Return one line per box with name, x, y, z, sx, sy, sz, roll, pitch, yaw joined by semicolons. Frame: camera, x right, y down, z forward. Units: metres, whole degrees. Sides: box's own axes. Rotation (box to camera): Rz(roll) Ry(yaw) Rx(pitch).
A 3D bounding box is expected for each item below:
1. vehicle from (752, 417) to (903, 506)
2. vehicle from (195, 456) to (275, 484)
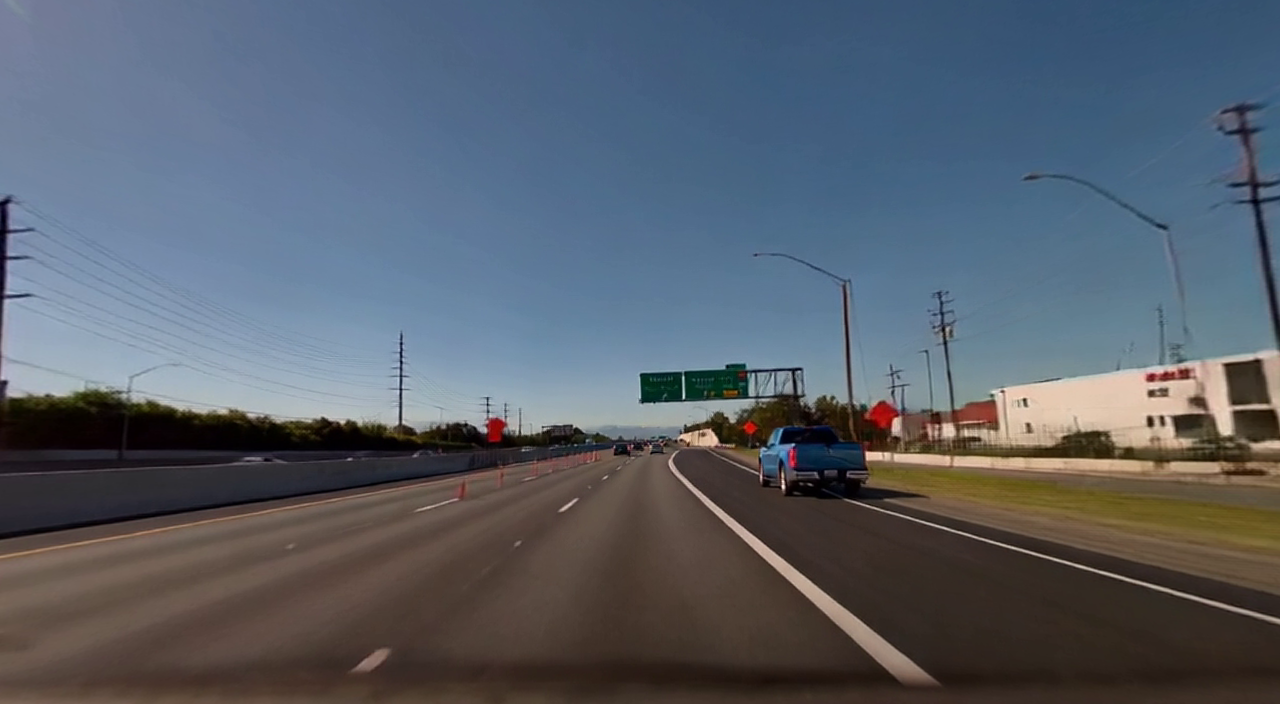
vehicle;4.399;2.686;15.920;2.186;1.840;5.289;0;-8;0
vehicle;-24.547;7.178;38.483;1.884;1.494;4.524;0;-8;0
